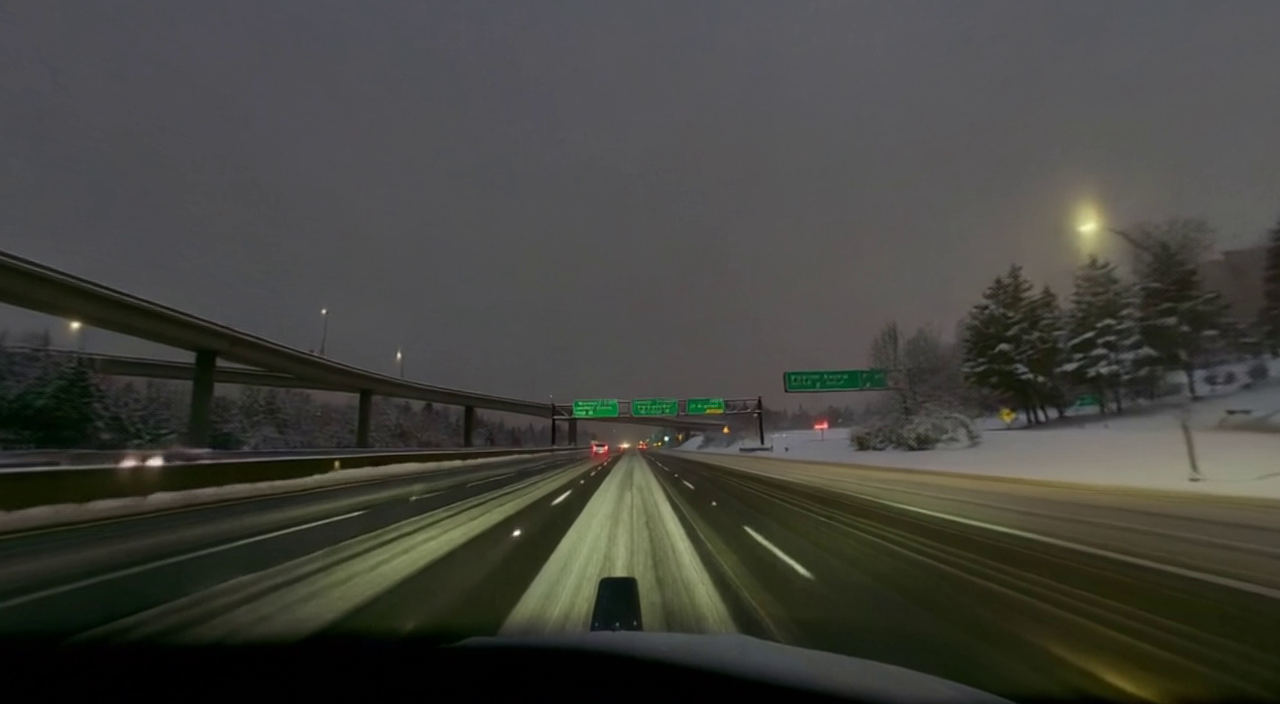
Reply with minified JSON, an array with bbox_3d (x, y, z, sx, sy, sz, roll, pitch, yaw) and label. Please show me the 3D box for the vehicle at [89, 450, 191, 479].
[{"bbox_3d":[-29.553,6.653,37.588,2.011,1.562,4.983,0,-8,-1],"label":"vehicle"}]
